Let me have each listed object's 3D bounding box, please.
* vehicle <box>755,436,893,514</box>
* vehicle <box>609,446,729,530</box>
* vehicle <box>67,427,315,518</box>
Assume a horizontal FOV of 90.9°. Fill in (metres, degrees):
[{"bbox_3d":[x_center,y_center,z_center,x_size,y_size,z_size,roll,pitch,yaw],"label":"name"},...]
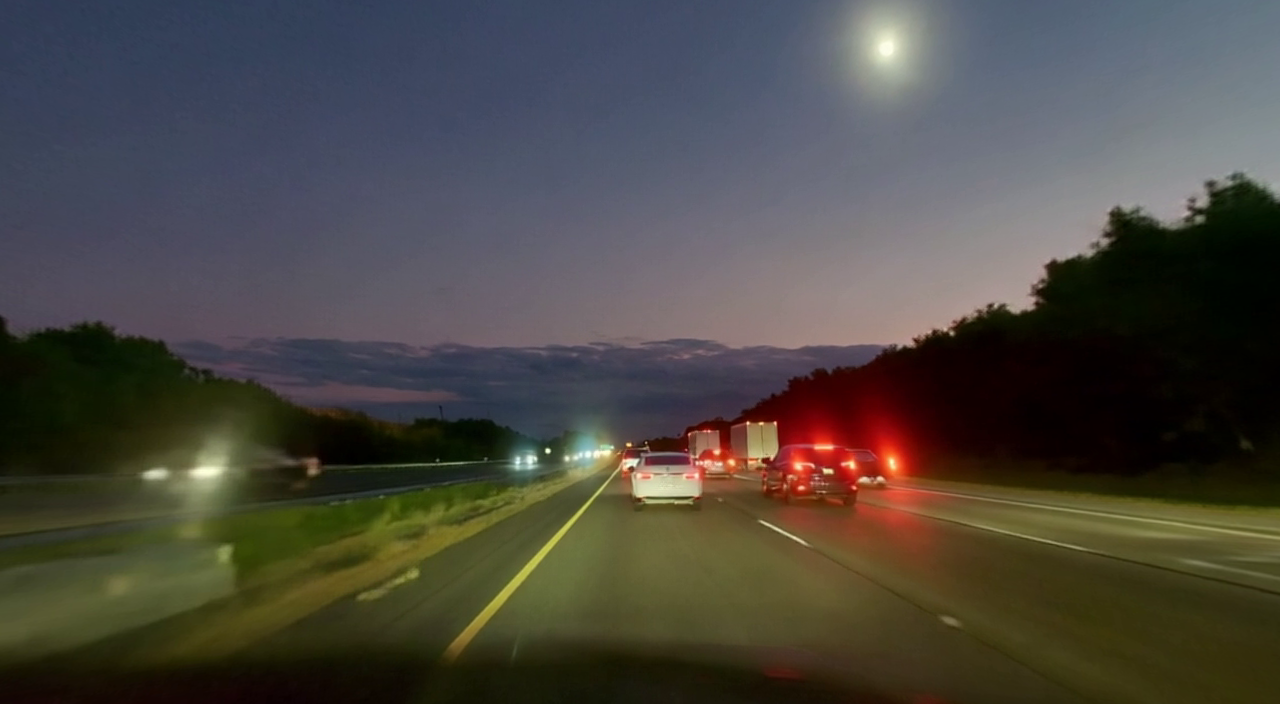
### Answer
[{"bbox_3d":[4.394,3.020,15.963,1.998,1.657,4.604,0,-9,-1],"label":"vehicle"},{"bbox_3d":[0.470,2.671,12.936,2.094,1.426,3.725,0,-9,-1],"label":"vehicle"},{"bbox_3d":[-8.557,2.327,12.585,1.941,1.483,4.061,0,-9,0],"label":"vehicle"}]
